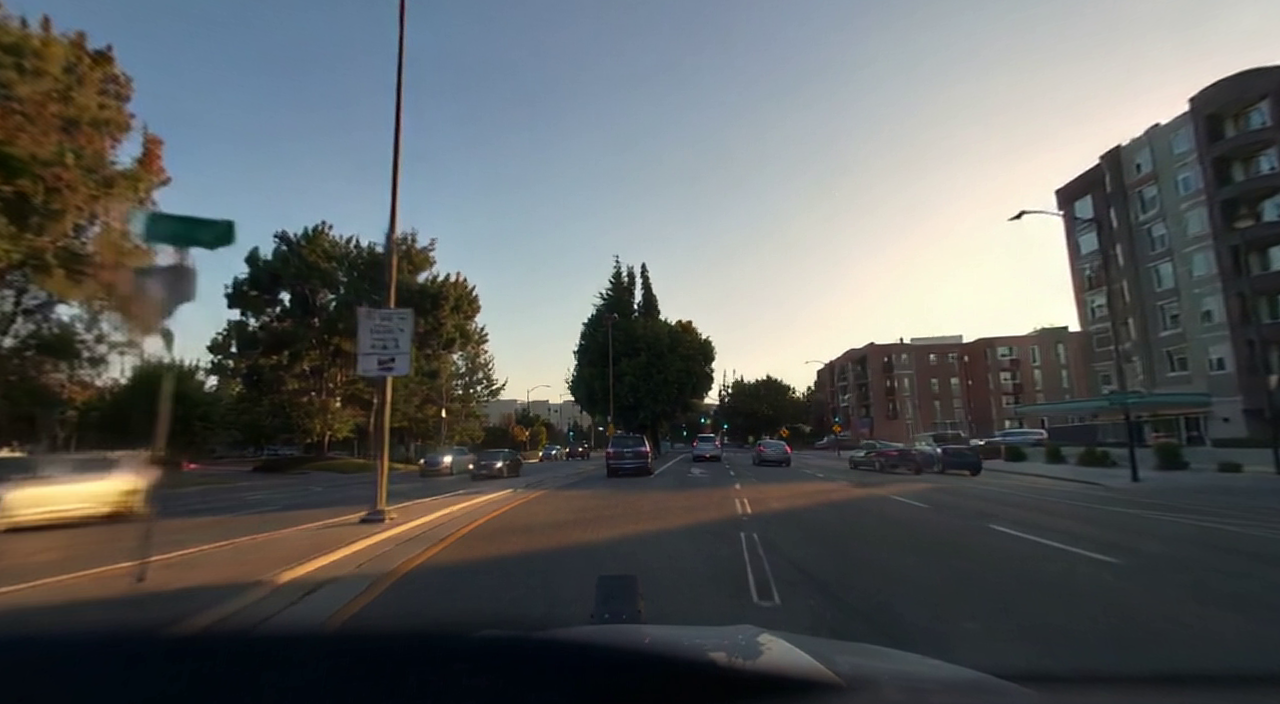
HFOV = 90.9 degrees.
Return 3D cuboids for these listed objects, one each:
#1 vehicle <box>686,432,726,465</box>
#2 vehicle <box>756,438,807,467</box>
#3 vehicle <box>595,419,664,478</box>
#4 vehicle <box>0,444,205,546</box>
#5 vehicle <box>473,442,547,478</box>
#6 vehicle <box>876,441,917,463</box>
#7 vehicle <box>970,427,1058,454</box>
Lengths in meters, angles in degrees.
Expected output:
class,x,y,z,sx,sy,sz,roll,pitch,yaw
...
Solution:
class,x,y,z,sx,sy,sz,roll,pitch,yaw
vehicle,4.021,5.837,38.310,2.222,1.841,4.031,-1,-8,6
vehicle,7.706,5.511,34.712,2.075,1.486,4.316,-1,-8,4
vehicle,-0.292,3.877,25.474,2.396,2.143,4.824,-1,-8,4
vehicle,-10.401,2.395,11.134,1.965,1.486,4.494,-1,-8,5
vehicle,-5.645,4.716,27.938,1.955,1.460,4.434,-1,-8,5
vehicle,18.534,7.215,45.669,1.706,1.474,3.761,-1,-8,6
vehicle,27.730,6.588,46.949,5.050,1.756,2.206,-3,-9,8
